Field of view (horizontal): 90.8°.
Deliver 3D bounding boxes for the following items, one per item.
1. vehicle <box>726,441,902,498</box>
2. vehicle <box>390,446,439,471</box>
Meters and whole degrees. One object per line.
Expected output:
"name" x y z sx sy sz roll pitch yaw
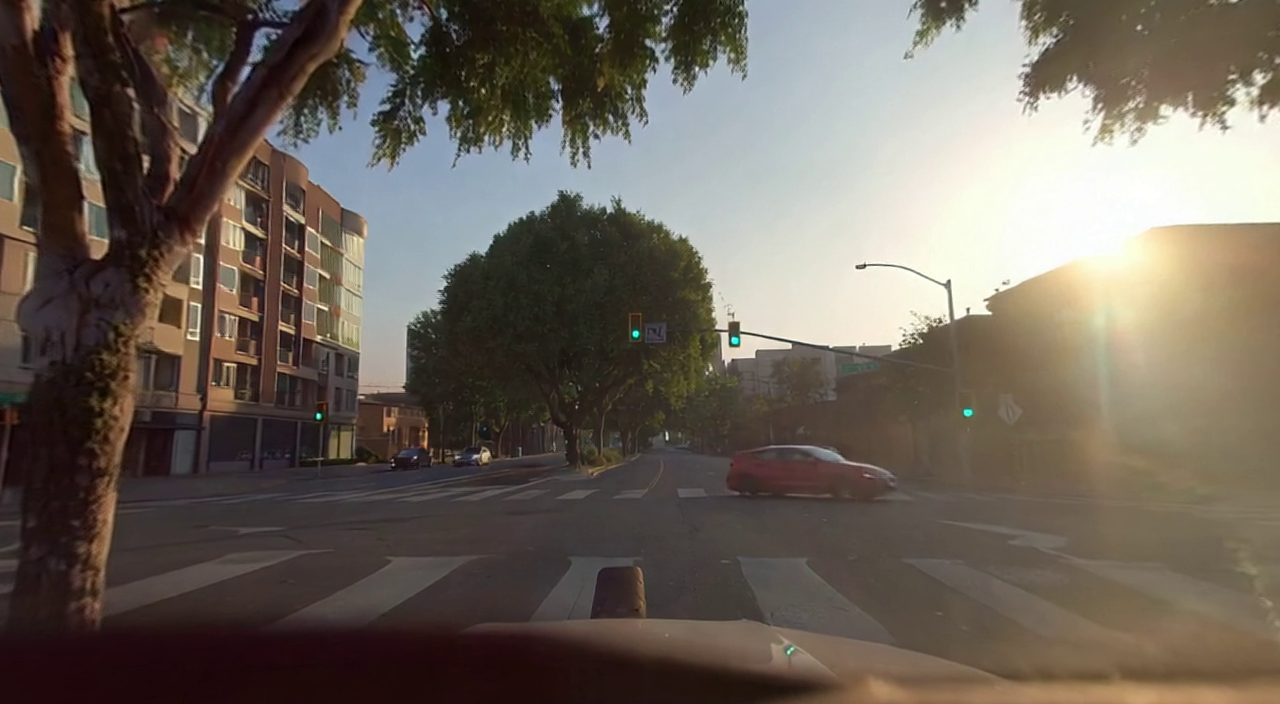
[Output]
"vehicle" 4.961 3.387 18.677 1.933 1.460 4.683 7 -11 -40
"vehicle" -16.495 7.809 46.442 2.075 1.708 4.335 0 -8 -1
